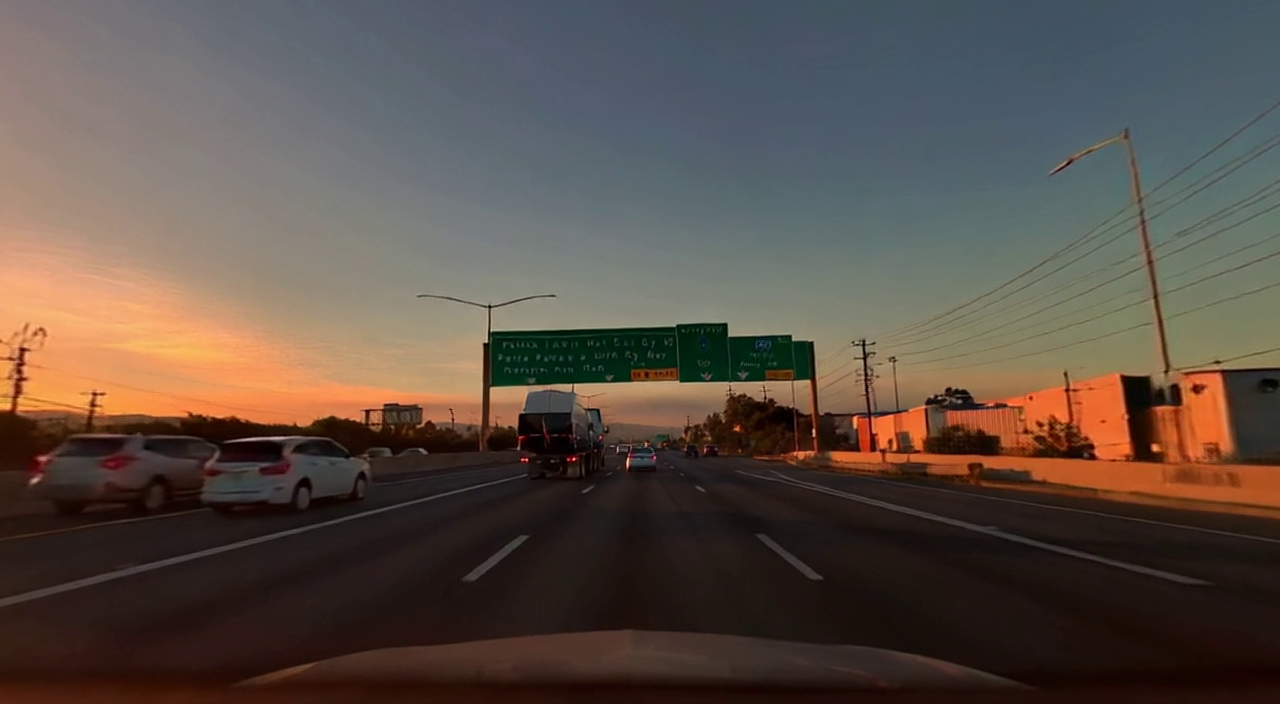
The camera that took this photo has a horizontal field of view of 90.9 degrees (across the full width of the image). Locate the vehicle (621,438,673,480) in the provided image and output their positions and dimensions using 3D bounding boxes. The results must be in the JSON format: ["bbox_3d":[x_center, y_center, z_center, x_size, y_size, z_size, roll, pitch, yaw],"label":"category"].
[{"bbox_3d":[0.325,5.034,30.047,2.279,1.837,4.747,0,-8,0],"label":"vehicle"}]

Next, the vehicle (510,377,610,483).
[{"bbox_3d":[-3.630,4.349,33.878,2.888,4.308,16.259,0,-8,1],"label":"vehicle"}]

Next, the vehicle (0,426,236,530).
[{"bbox_3d":[-10.534,2.405,12.606,1.997,1.692,4.294,0,-8,0],"label":"vehicle"}]

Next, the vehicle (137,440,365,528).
[{"bbox_3d":[-7.538,2.559,12.836,1.945,1.482,4.109,0,-8,1],"label":"vehicle"}]
